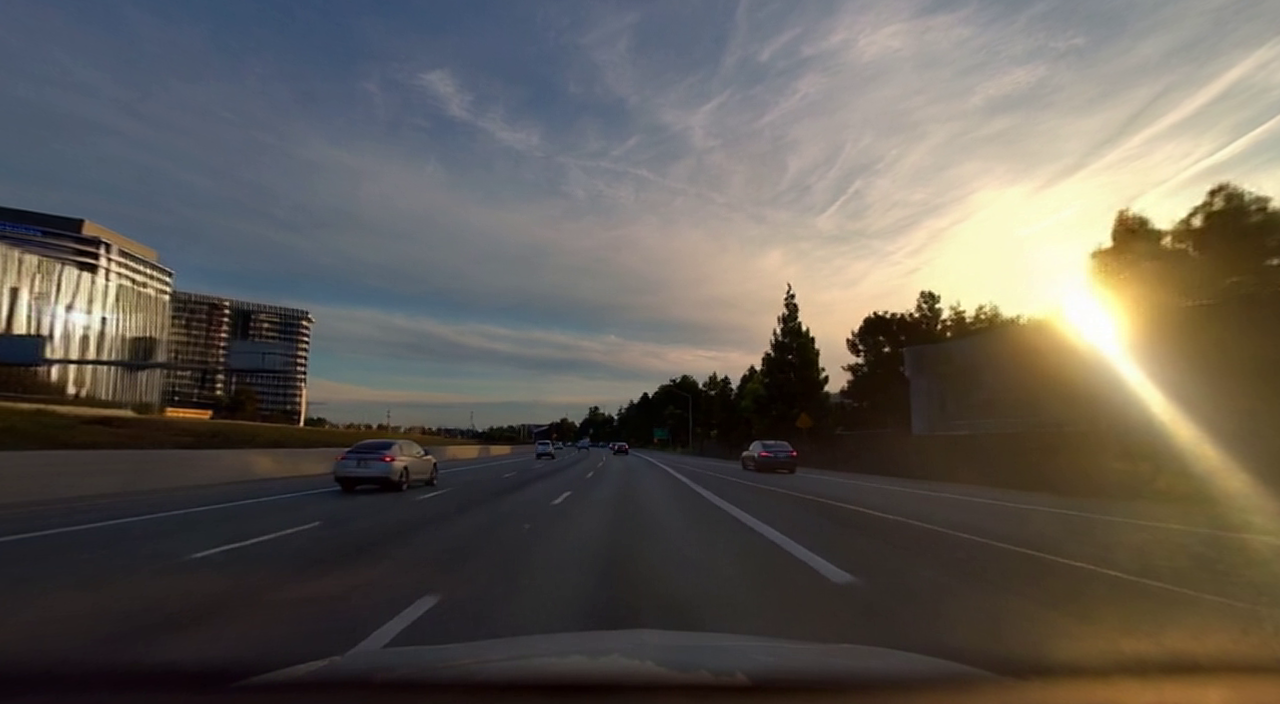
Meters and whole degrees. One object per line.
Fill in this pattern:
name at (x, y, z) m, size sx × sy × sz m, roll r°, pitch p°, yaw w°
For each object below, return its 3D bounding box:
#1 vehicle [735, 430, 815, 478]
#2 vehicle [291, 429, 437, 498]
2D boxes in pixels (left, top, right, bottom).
vehicle at (5.341, 4.115, 25.627) m, size 2.023 × 1.782 × 4.193 m, roll 0°, pitch -9°, yaw -4°
vehicle at (-7.596, 3.128, 18.060) m, size 2.030 × 1.672 × 4.913 m, roll 0°, pitch -9°, yaw -1°
